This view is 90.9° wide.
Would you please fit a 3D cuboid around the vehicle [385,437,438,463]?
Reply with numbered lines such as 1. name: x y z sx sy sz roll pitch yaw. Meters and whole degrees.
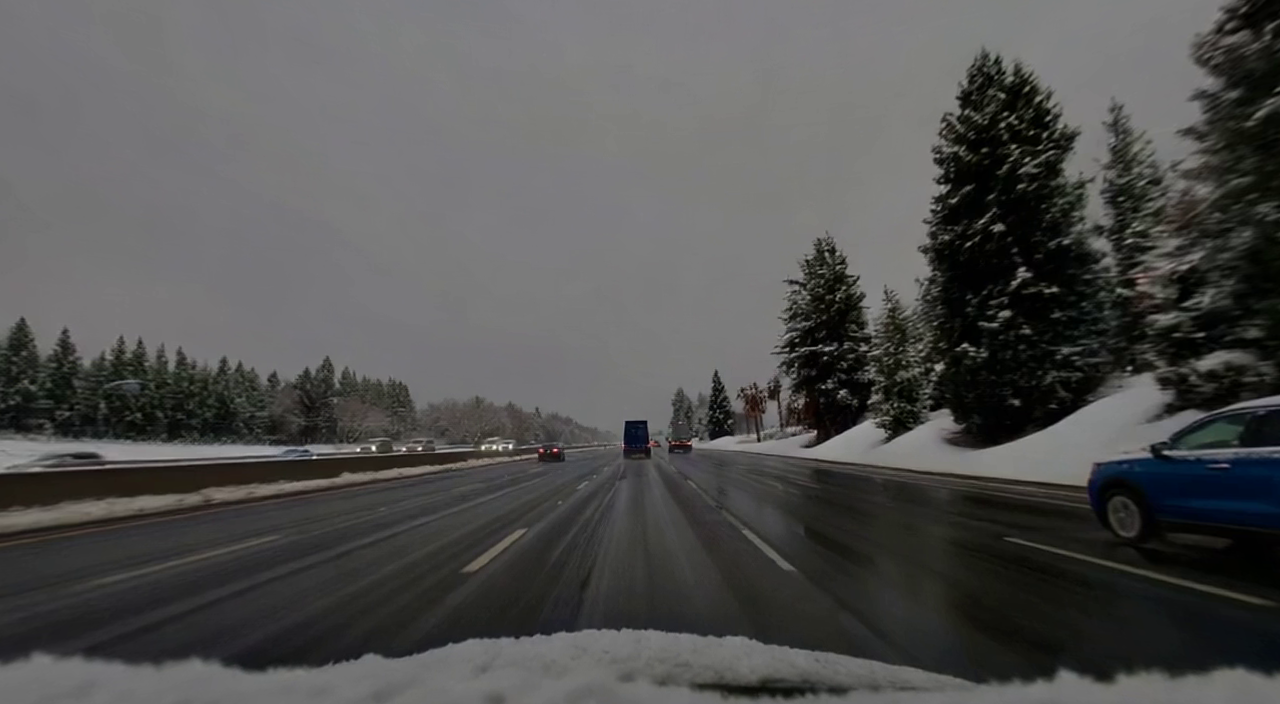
1. vehicle: -17.765 7.619 49.345 2.240 1.891 5.113 0 -8 0

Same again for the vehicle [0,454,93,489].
1. vehicle: -26.729 5.254 27.979 1.799 1.371 3.407 0 -8 0

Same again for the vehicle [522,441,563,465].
1. vehicle: -6.679 6.968 43.669 2.097 1.525 4.632 0 -8 1

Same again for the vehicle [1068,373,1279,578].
1. vehicle: 7.190 1.184 6.107 2.361 1.911 5.286 0 -8 0
